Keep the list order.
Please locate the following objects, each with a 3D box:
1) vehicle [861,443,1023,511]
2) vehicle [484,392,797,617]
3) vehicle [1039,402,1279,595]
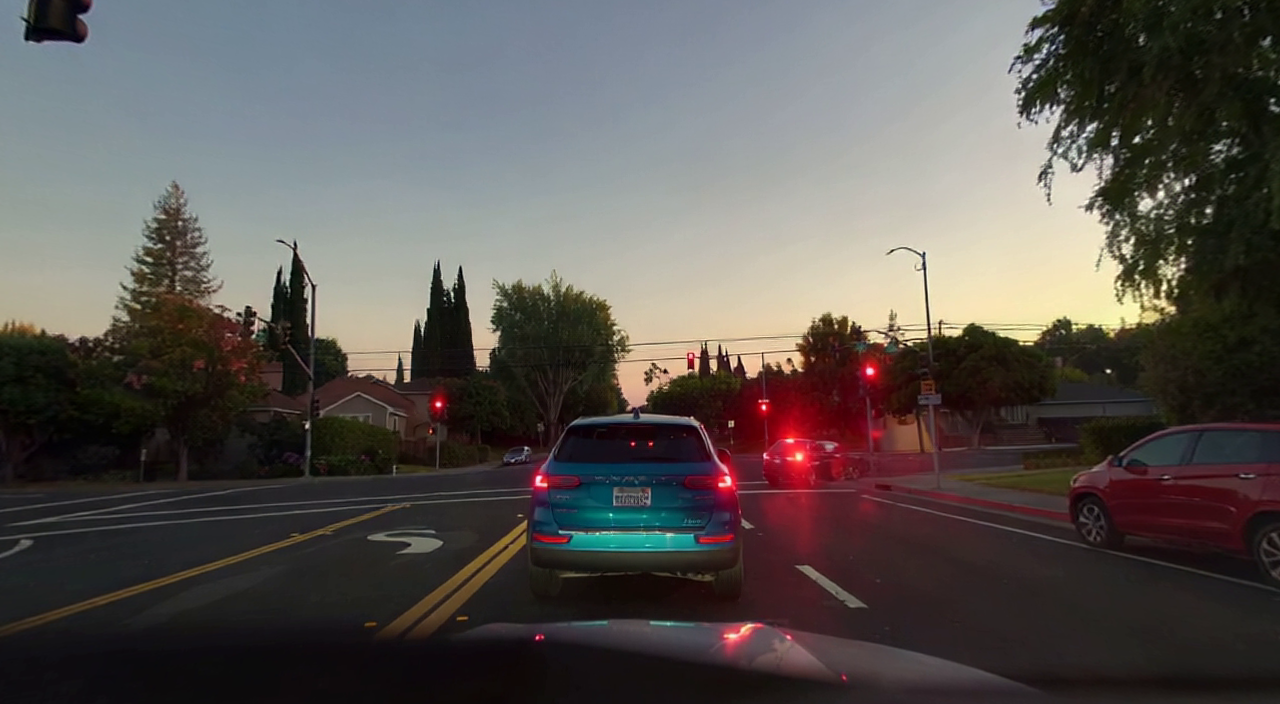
[{"bbox_3d":[7.280,3.010,15.815,1.860,1.436,4.479,0,-8,0],"label":"vehicle"},{"bbox_3d":[0.031,1.456,6.944,2.322,1.667,4.367,0,-8,1],"label":"vehicle"},{"bbox_3d":[7.018,1.543,7.051,1.989,1.791,4.735,0,-8,0],"label":"vehicle"}]
